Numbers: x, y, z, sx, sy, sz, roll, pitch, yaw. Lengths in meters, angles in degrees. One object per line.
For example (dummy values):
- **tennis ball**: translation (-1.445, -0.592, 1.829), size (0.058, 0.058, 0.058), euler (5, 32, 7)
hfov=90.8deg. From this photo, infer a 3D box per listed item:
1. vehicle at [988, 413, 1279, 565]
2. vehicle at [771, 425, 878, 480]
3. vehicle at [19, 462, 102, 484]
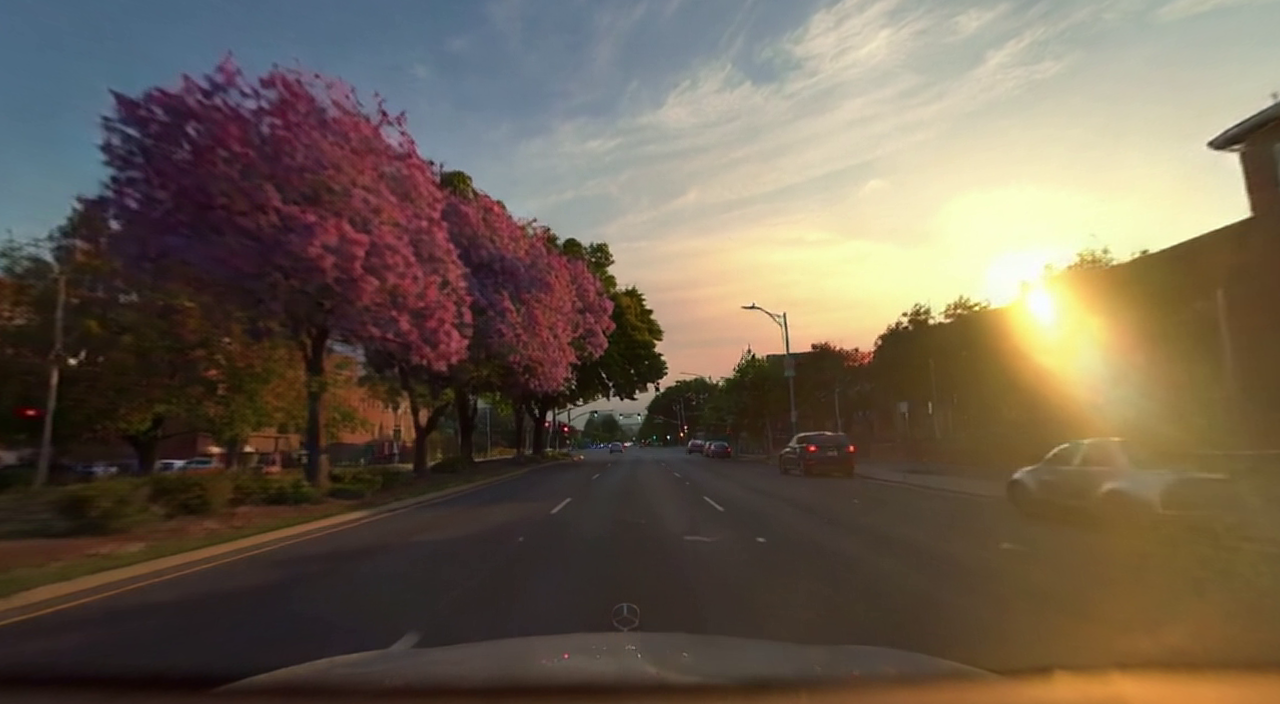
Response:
- **vehicle**: translation (7.247, 1.816, 9.122), size (1.940, 1.647, 4.309), euler (0, -8, -1)
- **vehicle**: translation (6.933, 3.868, 24.496), size (2.450, 1.892, 5.107), euler (0, -8, -2)
- **vehicle**: translation (-44.276, 9.247, 48.390), size (4.454, 1.524, 1.824), euler (6, -11, -37)
